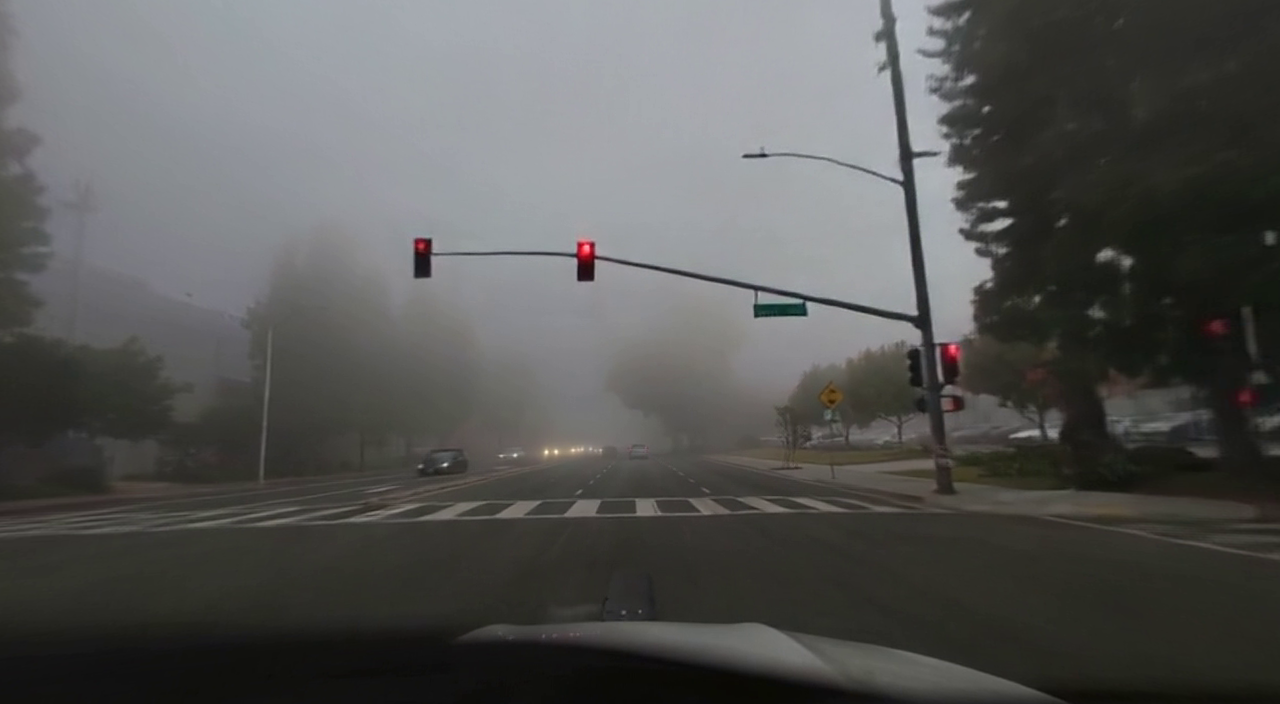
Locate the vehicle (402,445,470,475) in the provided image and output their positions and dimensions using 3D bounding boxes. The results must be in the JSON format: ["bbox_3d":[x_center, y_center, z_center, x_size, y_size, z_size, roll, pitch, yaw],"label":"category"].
[{"bbox_3d":[-10.854,5.766,34.013,1.914,1.499,4.785,0,-9,2],"label":"vehicle"}]
